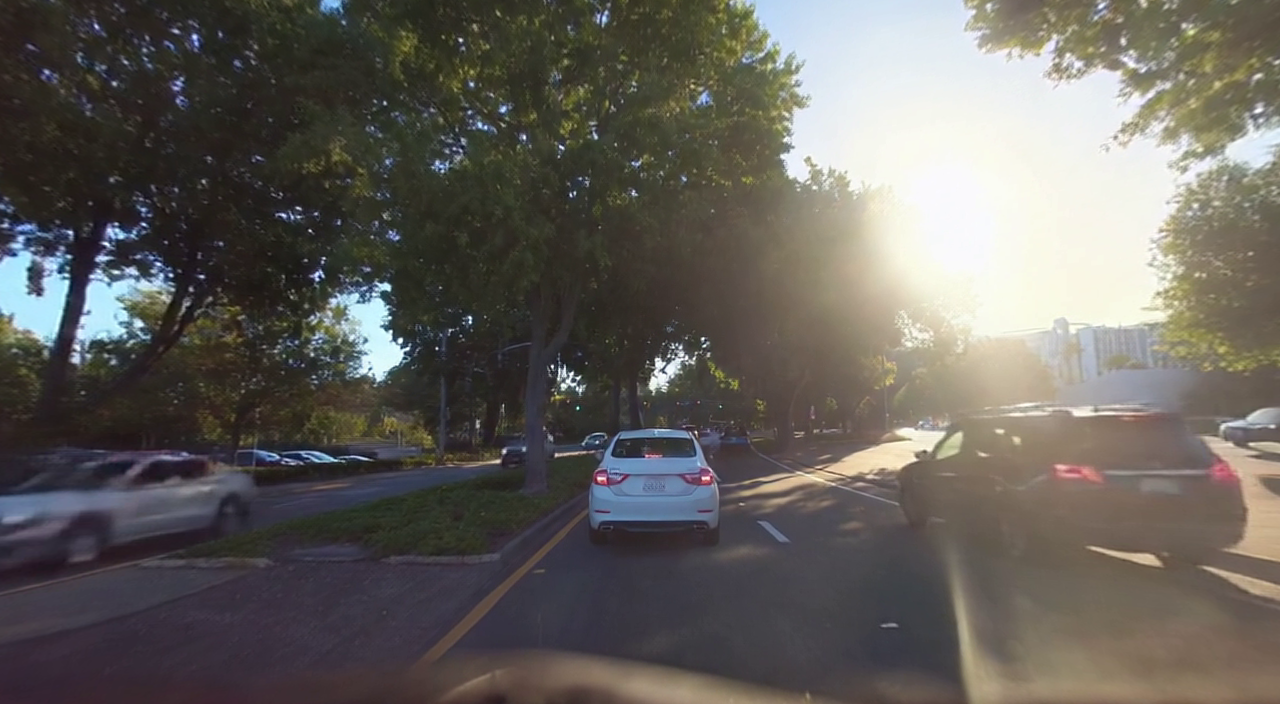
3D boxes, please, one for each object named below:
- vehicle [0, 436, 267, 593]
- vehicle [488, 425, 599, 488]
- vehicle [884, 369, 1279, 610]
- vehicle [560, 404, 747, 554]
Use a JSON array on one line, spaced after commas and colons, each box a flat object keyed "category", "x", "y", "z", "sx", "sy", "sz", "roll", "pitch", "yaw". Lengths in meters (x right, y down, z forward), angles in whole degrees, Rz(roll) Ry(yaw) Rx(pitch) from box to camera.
[{"category": "vehicle", "x": -7.036, "y": 1.815, "z": 7.789, "sx": 1.923, "sy": 1.492, "sz": 4.577, "roll": -1, "pitch": -8, "yaw": 2}, {"category": "vehicle", "x": -2.941, "y": 3.340, "z": 20.467, "sx": 2.057, "sy": 1.786, "sz": 4.725, "roll": -2, "pitch": -8, "yaw": 11}, {"category": "vehicle", "x": 4.771, "y": 1.429, "z": 7.430, "sx": 2.059, "sy": 1.864, "sz": 4.700, "roll": 2, "pitch": -8, "yaw": 2}, {"category": "vehicle", "x": 0.197, "y": 1.773, "z": 9.434, "sx": 2.154, "sy": 1.710, "sz": 4.128, "roll": -1, "pitch": -8, "yaw": 1}]
